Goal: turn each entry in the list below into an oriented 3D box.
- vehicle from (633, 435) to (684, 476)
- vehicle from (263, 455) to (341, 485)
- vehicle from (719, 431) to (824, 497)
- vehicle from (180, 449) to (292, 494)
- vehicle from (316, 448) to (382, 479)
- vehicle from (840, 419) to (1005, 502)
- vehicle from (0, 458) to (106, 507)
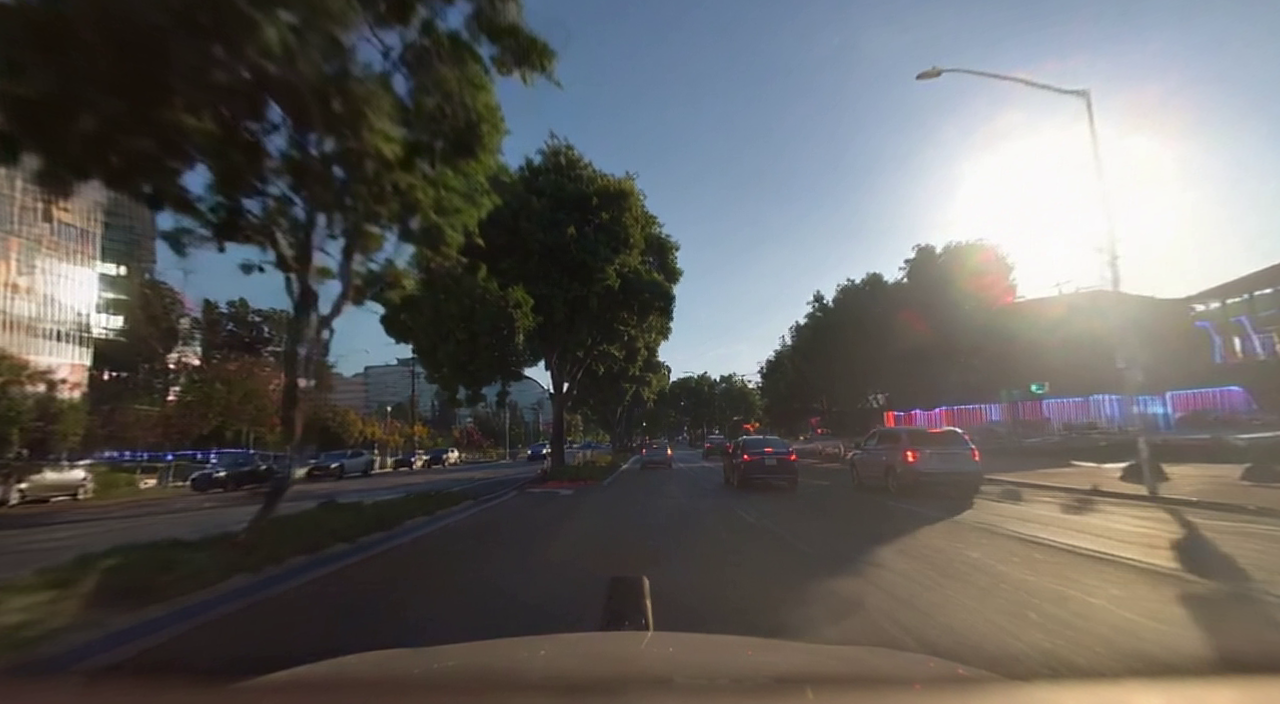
[{"bbox_3d":[0.745,4.536,27.992,2.125,1.669,3.880,0,-8,0],"label":"vehicle"},{"bbox_3d":[-18.061,6.293,33.936,1.716,1.412,4.335,0,-8,1],"label":"vehicle"},{"bbox_3d":[3.505,3.066,17.730,1.931,1.591,4.708,0,-8,0],"label":"vehicle"},{"bbox_3d":[-17.993,5.306,28.414,1.954,1.779,4.635,0,-8,0],"label":"vehicle"},{"bbox_3d":[-17.909,6.861,39.053,1.847,1.730,4.530,0,-8,0],"label":"vehicle"},{"bbox_3d":[6.904,2.704,16.097,1.963,1.783,4.722,0,-8,-1],"label":"vehicle"},{"bbox_3d":[-24.625,5.379,26.396,2.076,1.688,4.635,3,-9,-24],"label":"vehicle"}]
